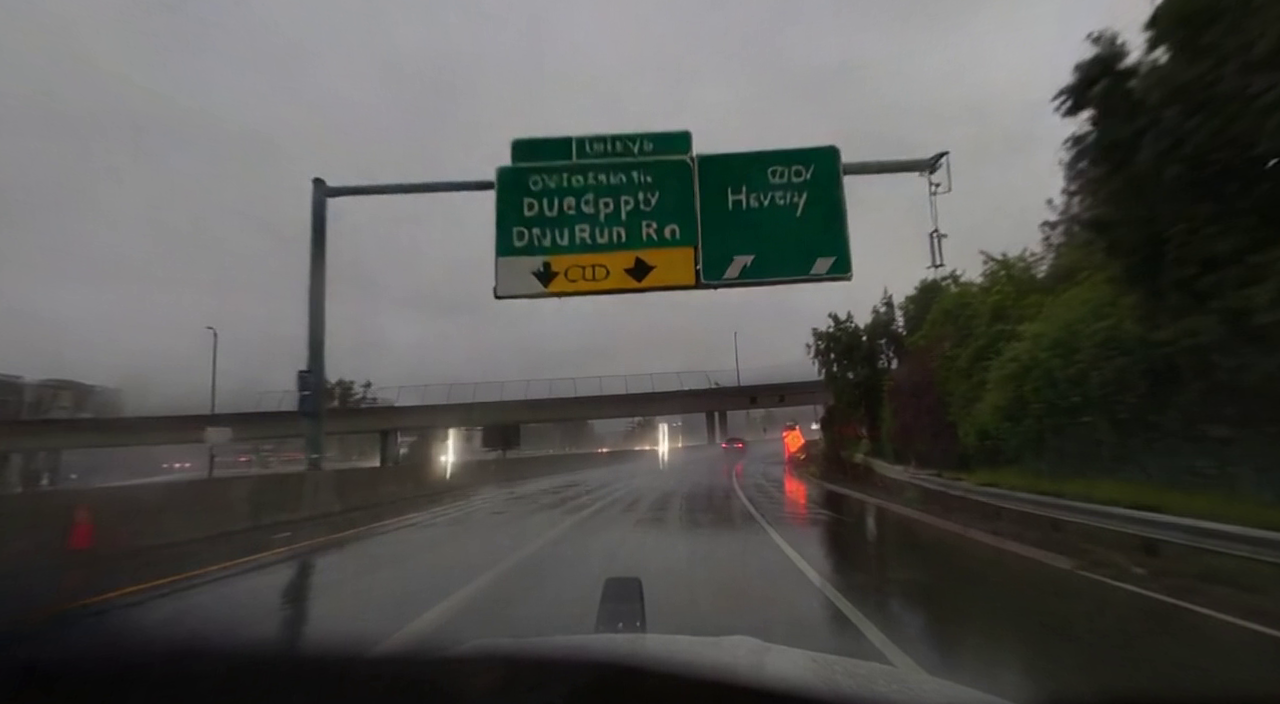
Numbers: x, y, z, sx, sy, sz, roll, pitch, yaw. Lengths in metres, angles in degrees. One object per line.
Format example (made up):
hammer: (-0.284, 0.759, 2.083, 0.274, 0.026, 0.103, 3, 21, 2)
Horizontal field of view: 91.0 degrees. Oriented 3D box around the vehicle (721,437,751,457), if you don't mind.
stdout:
vehicle: (7.626, 7.556, 49.836, 1.985, 1.511, 4.012, -2, -9, 13)
